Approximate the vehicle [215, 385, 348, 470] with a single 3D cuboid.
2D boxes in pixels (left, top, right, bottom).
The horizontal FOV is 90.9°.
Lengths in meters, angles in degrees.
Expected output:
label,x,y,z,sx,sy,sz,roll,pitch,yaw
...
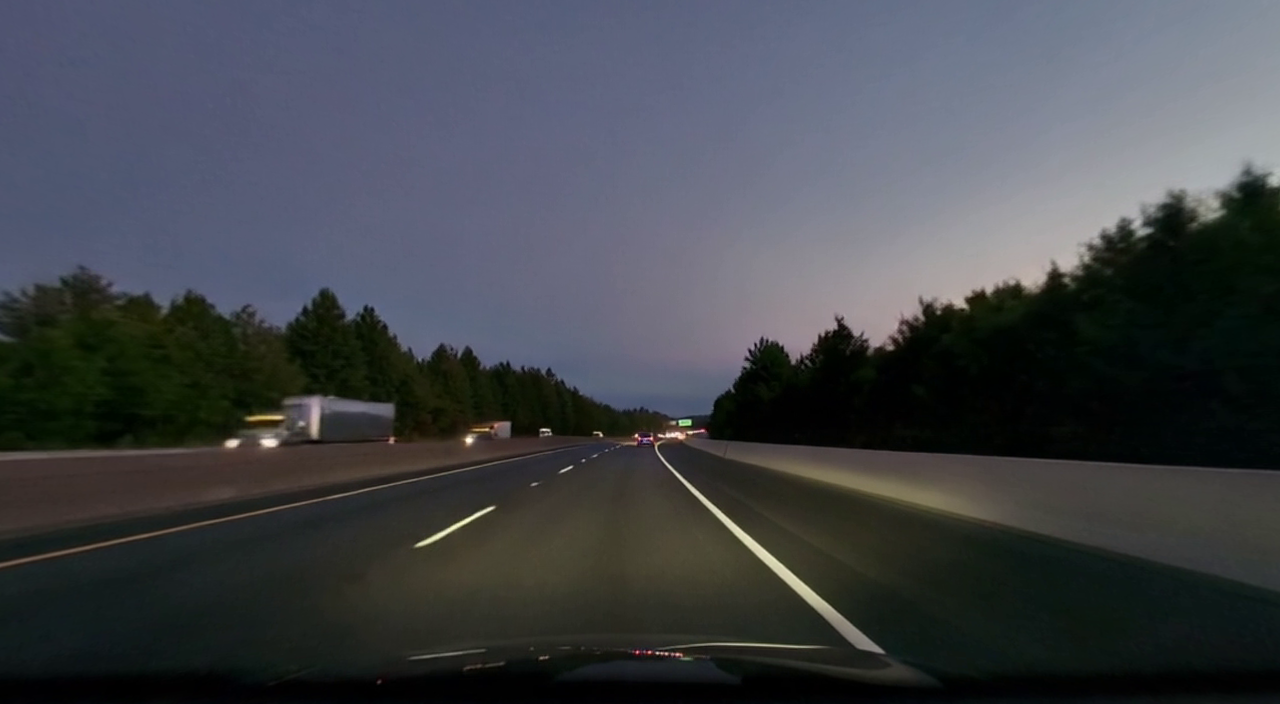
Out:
label,x,y,z,sx,sy,sz,roll,pitch,yaw
vehicle,-17.394,3.759,31.151,2.927,3.744,6.014,0,-8,0
